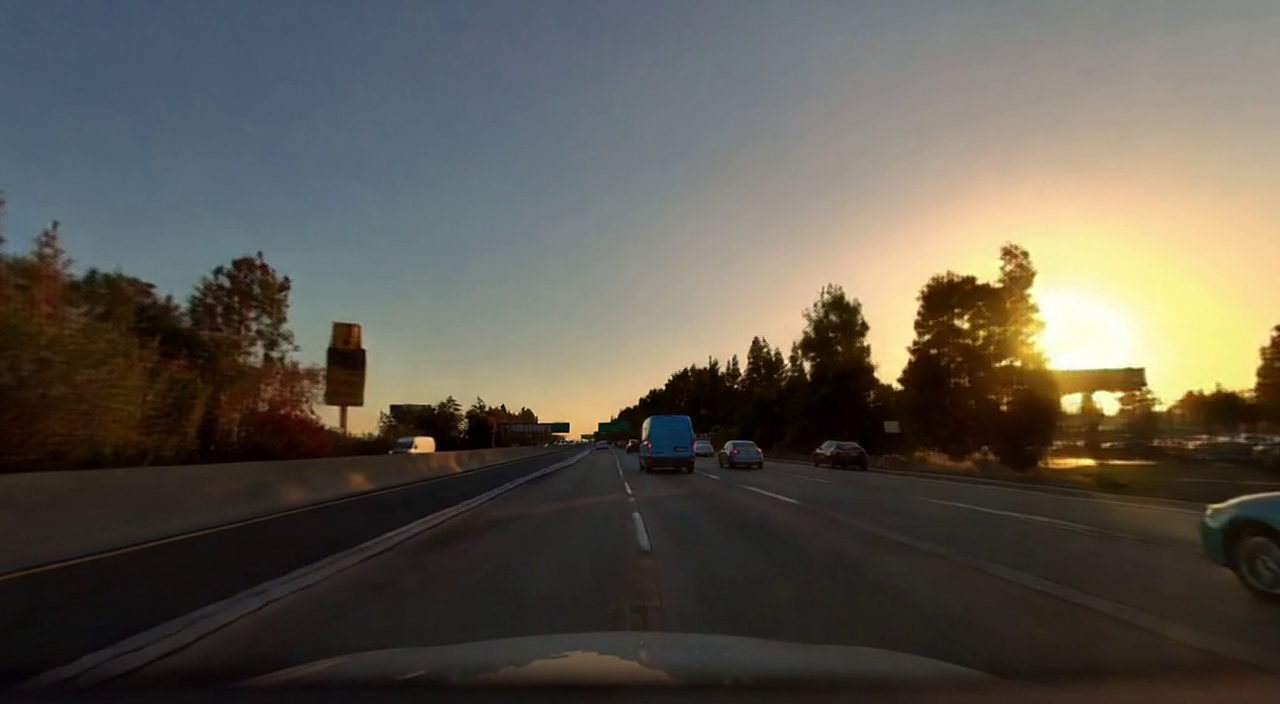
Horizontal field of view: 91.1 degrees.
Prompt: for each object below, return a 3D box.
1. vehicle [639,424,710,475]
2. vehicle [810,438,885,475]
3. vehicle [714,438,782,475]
[{"bbox_3d":[1.402,4.380,28.398,2.546,2.087,5.404,0,-8,-4],"label":"vehicle"},{"bbox_3d":[8.950,4.522,27.416,1.874,1.496,3.586,0,-8,-4],"label":"vehicle"},{"bbox_3d":[4.679,4.584,27.786,2.099,1.510,3.784,0,-8,-4],"label":"vehicle"}]
